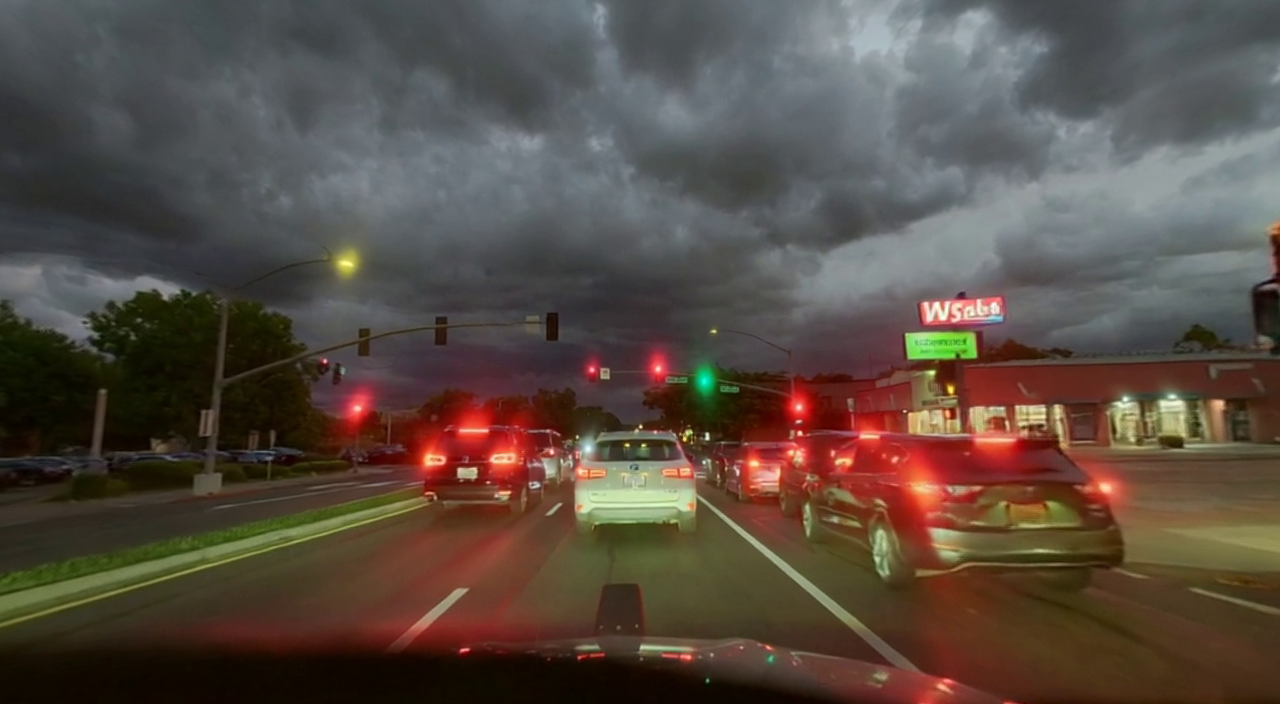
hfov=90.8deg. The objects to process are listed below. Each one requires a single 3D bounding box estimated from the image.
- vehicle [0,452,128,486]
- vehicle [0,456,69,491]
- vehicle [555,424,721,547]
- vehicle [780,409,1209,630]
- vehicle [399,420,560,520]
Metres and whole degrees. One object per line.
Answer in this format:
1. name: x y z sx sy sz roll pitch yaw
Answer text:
1. vehicle: -28.058 5.628 30.710 4.469 1.498 1.908 4 -9 -24
2. vehicle: -27.878 5.303 27.606 3.838 1.433 1.967 4 -10 -28
3. vehicle: -0.027 1.959 9.855 2.071 1.525 3.723 0 -9 0
4. vehicle: 2.937 1.481 6.591 1.922 1.508 4.330 0 -9 0
5. vehicle: -3.058 2.382 13.190 2.180 1.708 4.397 0 -9 0
